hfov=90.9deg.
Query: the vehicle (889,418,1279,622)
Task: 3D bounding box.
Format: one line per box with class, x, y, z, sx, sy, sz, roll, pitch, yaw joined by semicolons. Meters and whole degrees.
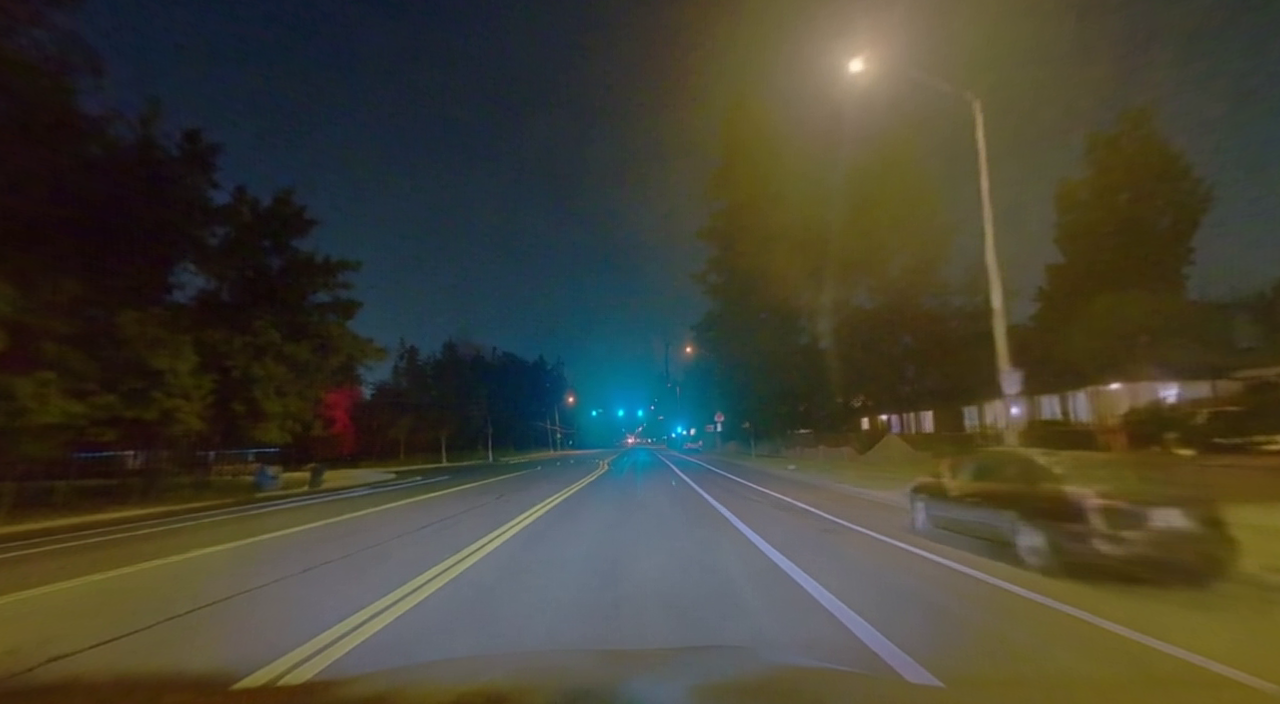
vehicle;4.783;1.575;7.083;1.995;1.472;4.884;0;-8;0
